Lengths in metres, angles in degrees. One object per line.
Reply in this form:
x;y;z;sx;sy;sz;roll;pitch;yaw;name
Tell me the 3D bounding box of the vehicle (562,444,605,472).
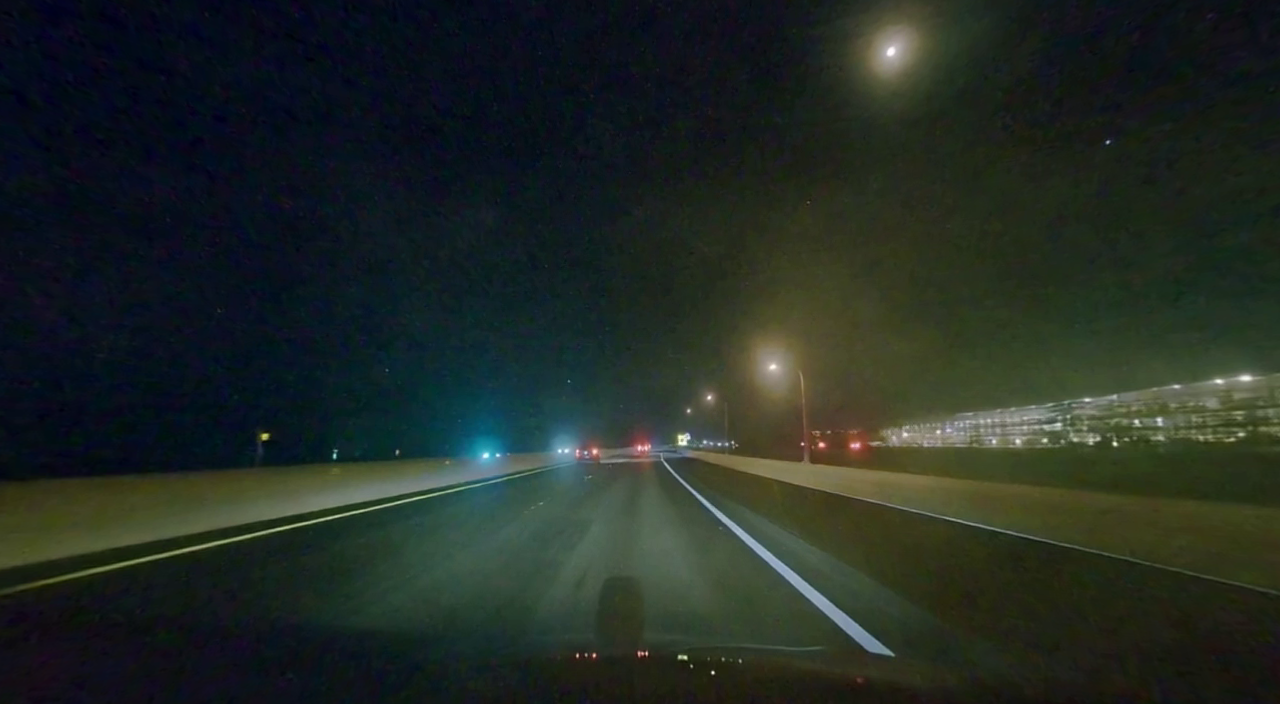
-3.522;6.766;40.187;2.268;1.600;4.724;-1;-9;1;vehicle
